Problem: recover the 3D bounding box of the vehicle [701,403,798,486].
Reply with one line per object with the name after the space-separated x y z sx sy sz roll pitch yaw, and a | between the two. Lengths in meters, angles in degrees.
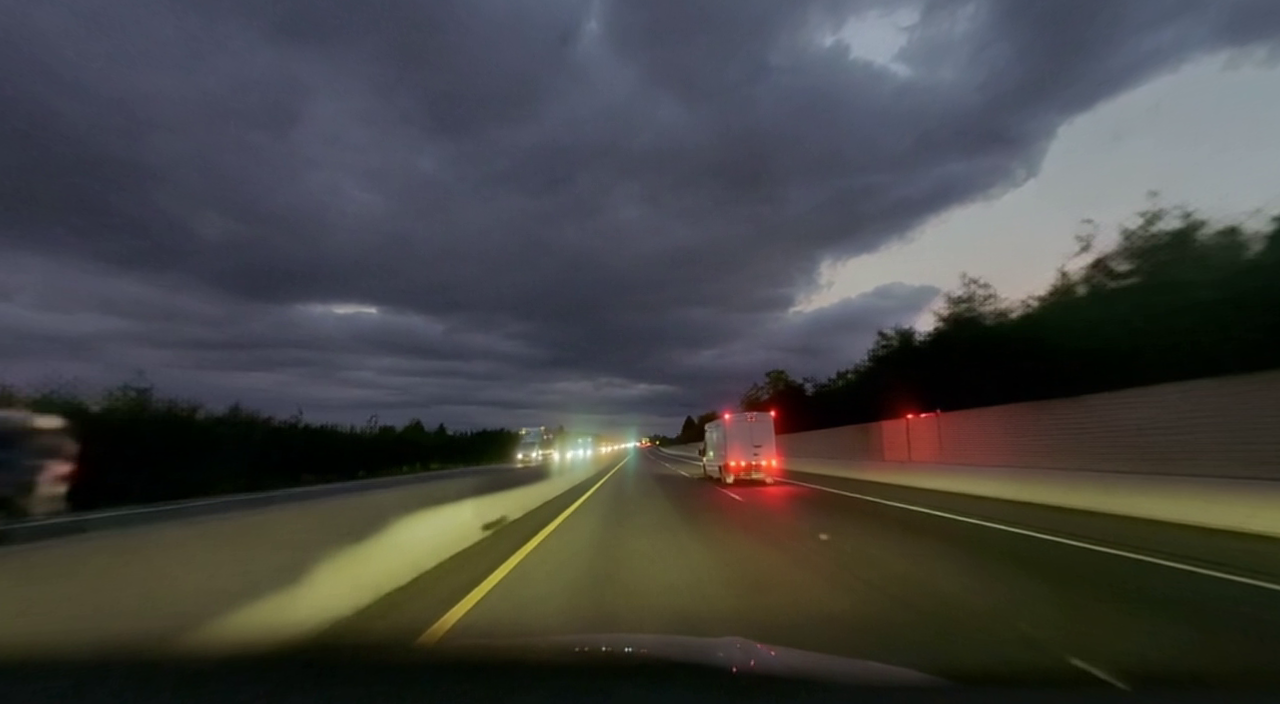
4.042 3.668 24.827 2.449 2.805 6.763 0 -9 -1 | vehicle
